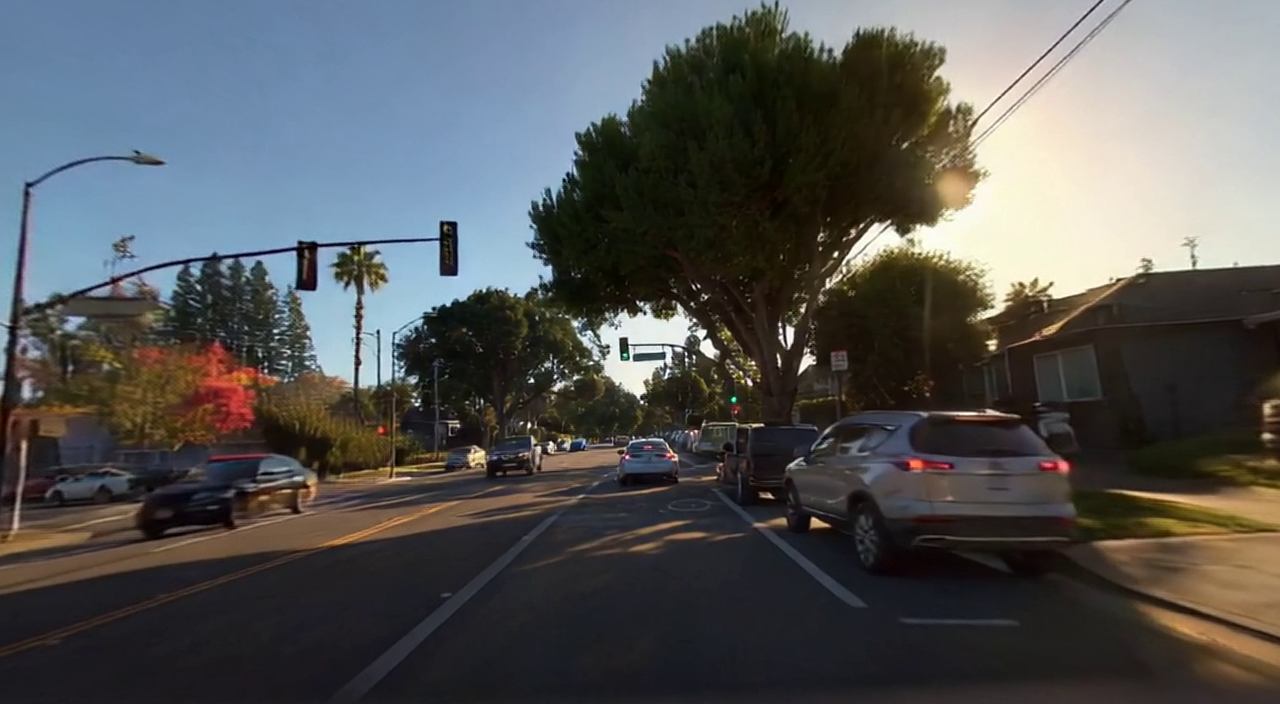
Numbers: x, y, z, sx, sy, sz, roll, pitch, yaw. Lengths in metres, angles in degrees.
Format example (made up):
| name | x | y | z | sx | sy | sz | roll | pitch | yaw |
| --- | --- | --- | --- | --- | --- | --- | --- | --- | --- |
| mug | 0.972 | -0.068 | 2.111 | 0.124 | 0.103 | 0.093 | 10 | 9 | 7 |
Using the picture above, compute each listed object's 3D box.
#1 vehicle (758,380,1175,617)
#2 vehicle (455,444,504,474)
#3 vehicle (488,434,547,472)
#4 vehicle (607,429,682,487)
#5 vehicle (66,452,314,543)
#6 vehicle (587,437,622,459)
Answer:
| name | x | y | z | sx | sy | sz | roll | pitch | yaw |
| --- | --- | --- | --- | --- | --- | --- | --- | --- | --- |
| vehicle | 2.848 | 1.411 | 7.039 | 2.060 | 1.733 | 4.639 | 0 | -8 | -1 |
| vehicle | -9.428 | 6.271 | 37.313 | 1.908 | 1.492 | 3.699 | -4 | -8 | -1 |
| vehicle | -6.276 | 5.220 | 32.946 | 2.175 | 1.820 | 4.643 | 0 | -8 | 0 |
| vehicle | 0.083 | 3.217 | 19.516 | 2.041 | 1.575 | 4.304 | 0 | -8 | -1 |
| vehicle | -9.090 | 2.925 | 13.419 | 1.908 | 1.511 | 4.611 | 0 | -8 | -1 |
| vehicle | -2.480 | 6.854 | 45.186 | 2.117 | 1.528 | 4.277 | 0 | -8 | 1 |
